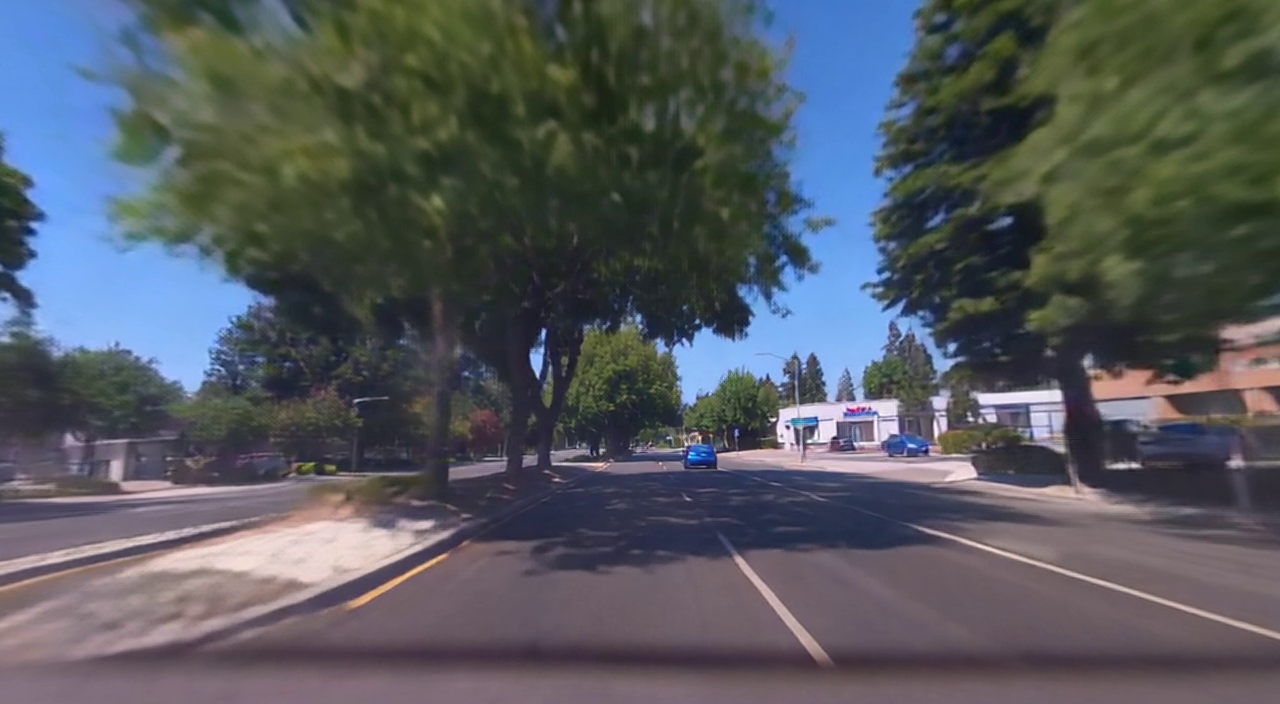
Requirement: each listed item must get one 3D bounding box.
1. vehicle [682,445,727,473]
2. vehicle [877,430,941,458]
[{"bbox_3d":[3.426,5.742,34.168,1.929,1.411,4.284,0,-8,-1],"label":"vehicle"},{"bbox_3d":[19.912,6.813,47.139,2.247,1.917,5.791,1,-8,0],"label":"vehicle"}]
